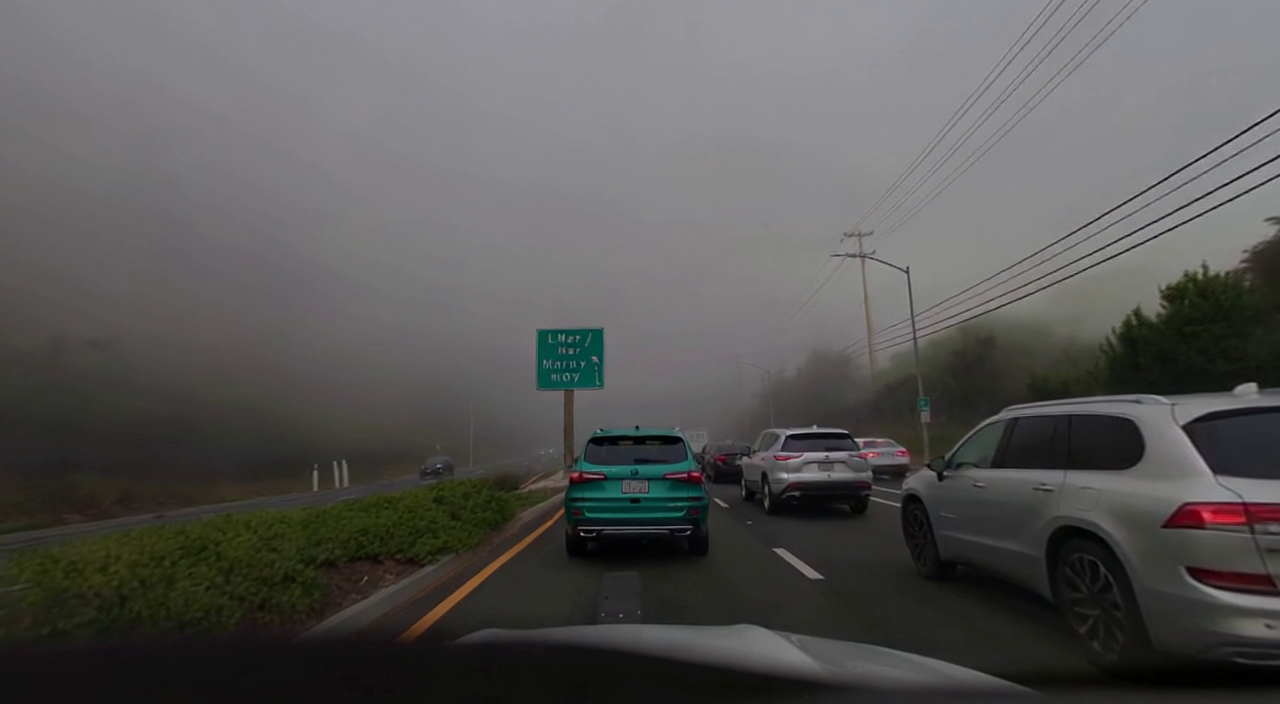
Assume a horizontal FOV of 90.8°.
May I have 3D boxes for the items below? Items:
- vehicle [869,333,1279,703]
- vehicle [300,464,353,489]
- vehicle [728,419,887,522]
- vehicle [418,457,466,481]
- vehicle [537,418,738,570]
[{"bbox_3d":[3.520,1.073,4.697,2.001,1.707,4.250,0,-8,0],"label":"vehicle"},{"bbox_3d":[-22.835,9.067,46.144,1.847,1.554,3.926,0,-8,-1],"label":"vehicle"},{"bbox_3d":[3.318,2.453,13.621,2.097,1.818,4.625,0,-8,-1],"label":"vehicle"},{"bbox_3d":[-13.803,8.186,44.387,1.960,1.491,4.700,0,-8,-1],"label":"vehicle"},{"bbox_3d":[-0.058,1.869,9.101,2.199,1.641,4.232,0,-8,-1],"label":"vehicle"}]
